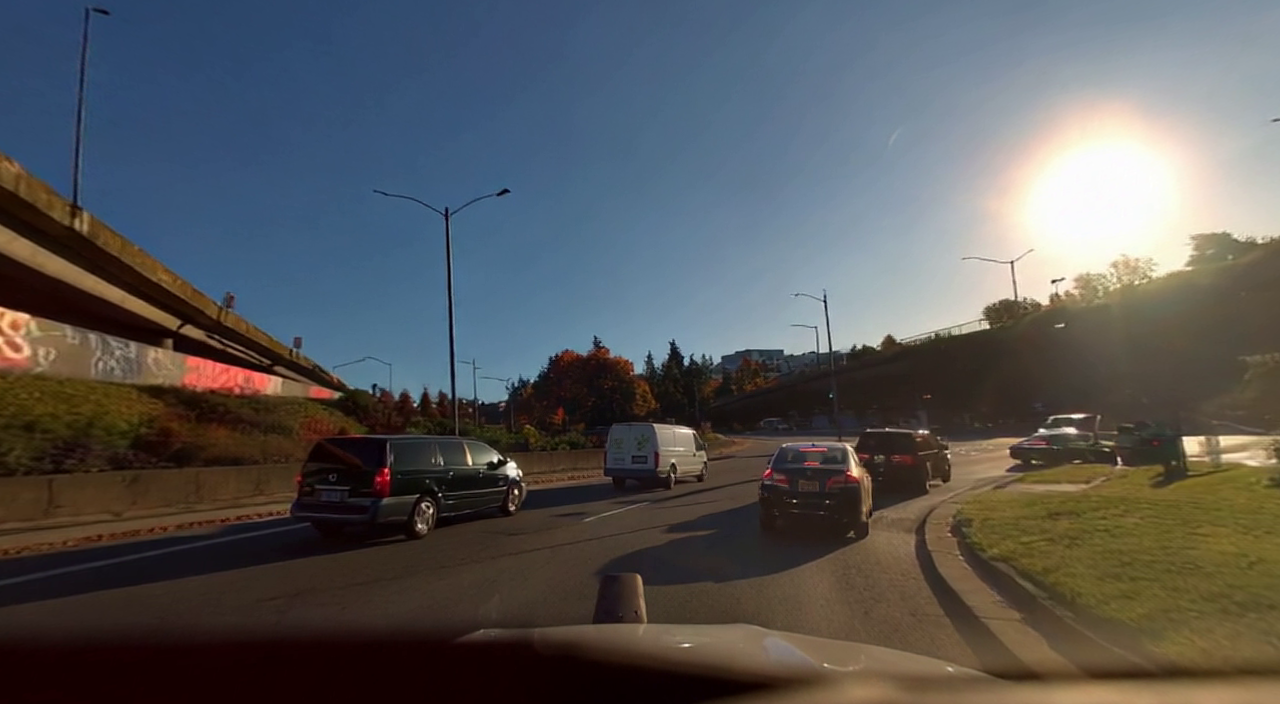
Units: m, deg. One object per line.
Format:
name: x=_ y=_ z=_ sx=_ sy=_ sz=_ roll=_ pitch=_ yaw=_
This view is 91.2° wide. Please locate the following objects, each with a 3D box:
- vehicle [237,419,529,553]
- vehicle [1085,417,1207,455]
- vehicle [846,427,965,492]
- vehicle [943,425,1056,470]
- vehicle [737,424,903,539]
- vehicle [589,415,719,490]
vehicle: x=-3.544 y=1.923 z=9.638 sx=1.921 sy=1.554 sz=4.081 roll=-3 pitch=-9 yaw=17
vehicle: x=20.752 y=3.459 z=25.738 sx=3.934 sy=1.485 sz=1.763 roll=2 pitch=-9 yaw=-14
vehicle: x=7.366 y=2.908 z=17.166 sx=1.830 sy=1.519 sz=4.253 roll=-7 pitch=-11 yaw=38
vehicle: x=12.809 y=3.393 z=22.296 sx=3.902 sy=1.446 sz=1.780 roll=5 pitch=-11 yaw=-33
vehicle: x=3.153 y=2.048 z=10.457 sx=2.064 sy=1.515 sz=3.722 roll=-4 pitch=-10 yaw=24
vehicle: x=0.510 y=2.830 z=17.733 sx=1.835 sy=1.825 sz=4.005 roll=-6 pitch=-11 yaw=32
